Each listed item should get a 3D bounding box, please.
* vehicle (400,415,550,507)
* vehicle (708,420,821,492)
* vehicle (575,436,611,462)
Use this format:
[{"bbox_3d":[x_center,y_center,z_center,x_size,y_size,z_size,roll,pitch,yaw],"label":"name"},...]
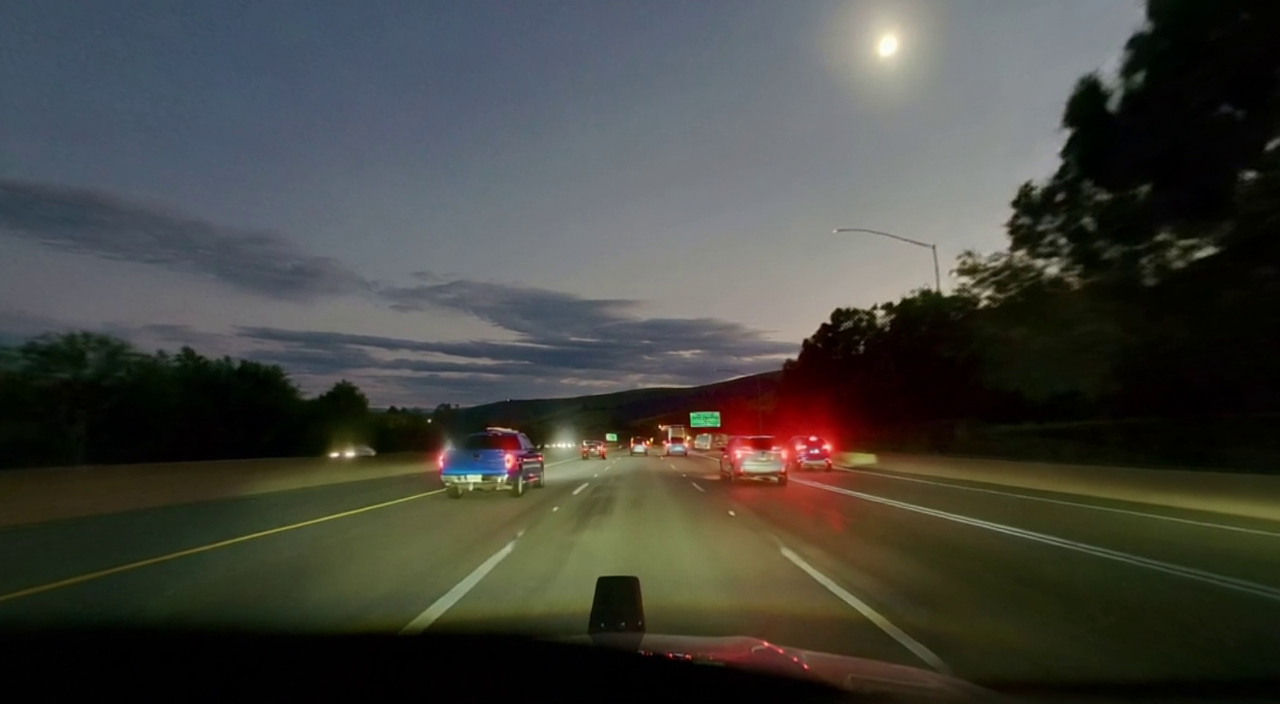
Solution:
[{"bbox_3d":[-3.762,2.586,15.595,2.227,1.853,5.161,0,-8,1],"label":"vehicle"},{"bbox_3d":[3.745,3.272,20.297,2.424,1.952,5.611,1,-8,-1],"label":"vehicle"},{"bbox_3d":[-3.384,7.059,46.099,2.235,1.785,4.386,0,-8,1],"label":"vehicle"}]
